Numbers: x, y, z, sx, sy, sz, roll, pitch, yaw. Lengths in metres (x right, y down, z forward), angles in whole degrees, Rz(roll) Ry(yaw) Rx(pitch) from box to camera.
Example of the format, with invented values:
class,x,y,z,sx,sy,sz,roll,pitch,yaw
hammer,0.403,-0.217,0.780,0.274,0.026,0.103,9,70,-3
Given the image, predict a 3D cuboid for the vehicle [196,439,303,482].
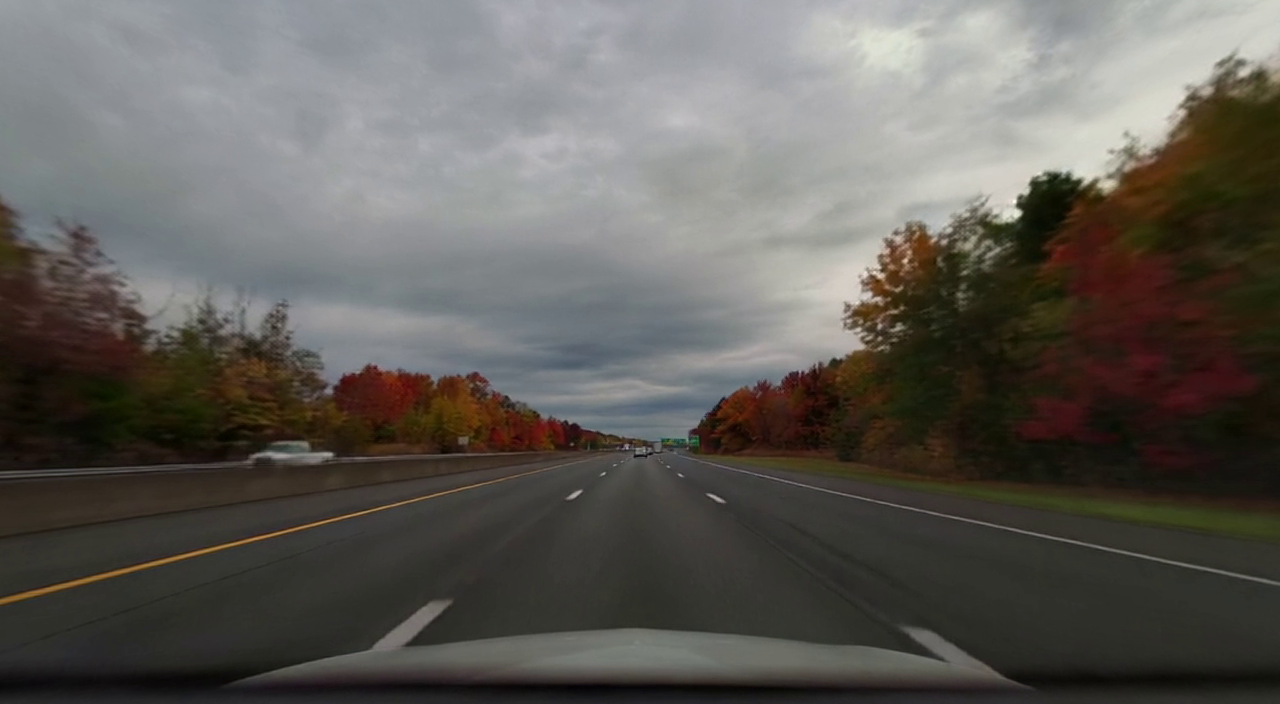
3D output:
class,x,y,z,sx,sy,sz,roll,pitch,yaw
vehicle,-17.553,4.889,28.496,1.977,1.749,4.318,-1,-9,1
